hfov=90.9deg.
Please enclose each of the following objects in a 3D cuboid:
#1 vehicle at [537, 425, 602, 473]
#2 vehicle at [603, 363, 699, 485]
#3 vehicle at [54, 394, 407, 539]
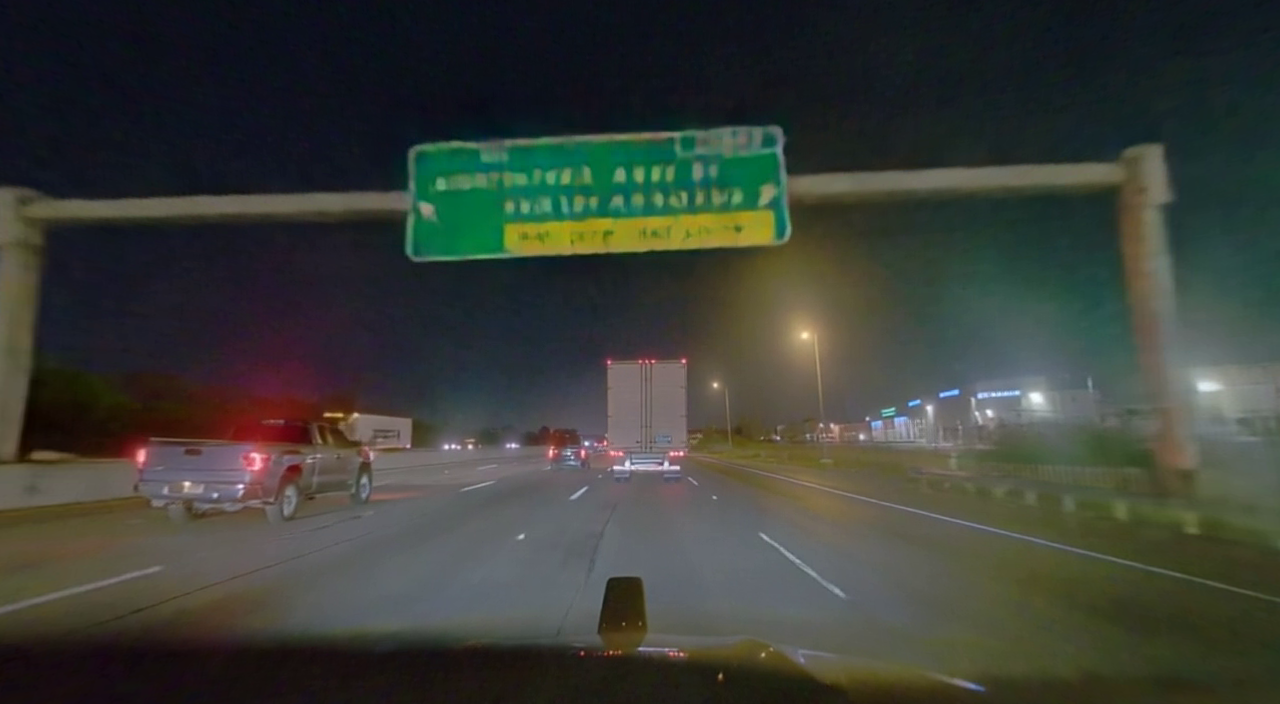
[{"bbox_3d":[-3.233,4.682,30.559,2.379,2.075,6.169,0,-9,1],"label":"vehicle"},{"bbox_3d":[0.298,2.953,24.479,2.941,3.794,9.851,0,-9,0],"label":"vehicle"},{"bbox_3d":[-6.745,2.019,11.701,2.479,1.978,5.952,0,-9,1],"label":"vehicle"}]
